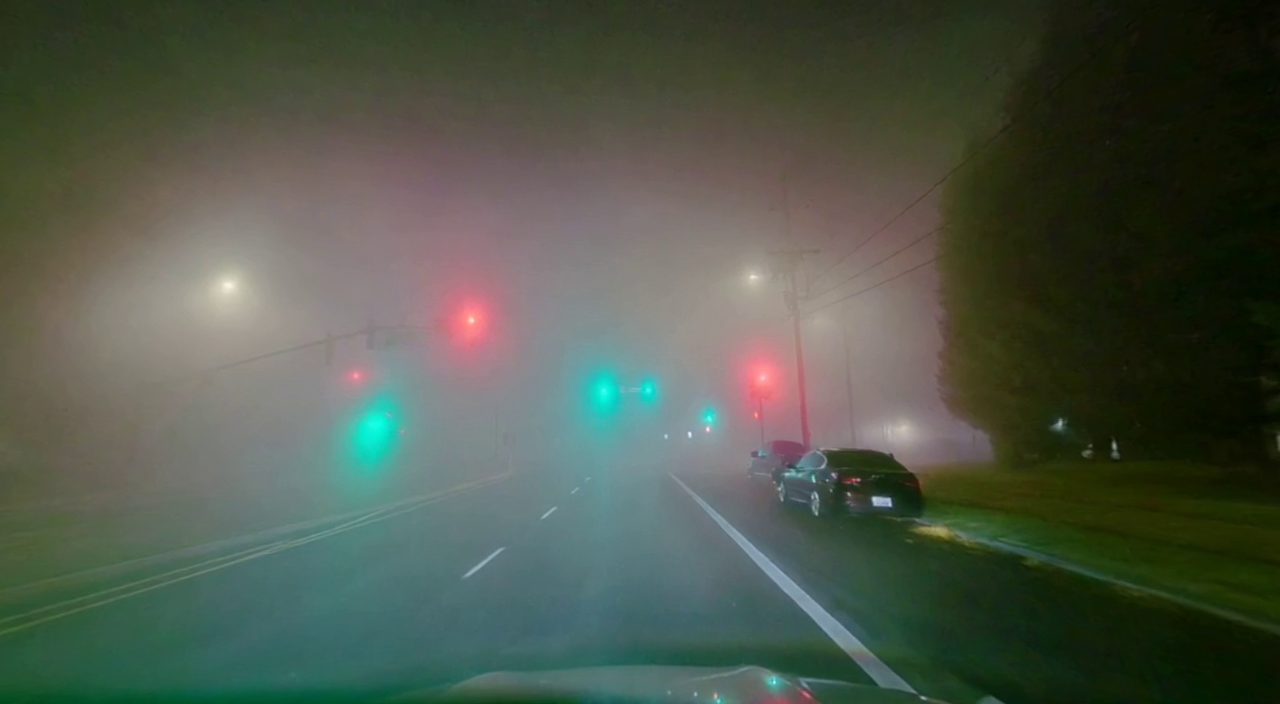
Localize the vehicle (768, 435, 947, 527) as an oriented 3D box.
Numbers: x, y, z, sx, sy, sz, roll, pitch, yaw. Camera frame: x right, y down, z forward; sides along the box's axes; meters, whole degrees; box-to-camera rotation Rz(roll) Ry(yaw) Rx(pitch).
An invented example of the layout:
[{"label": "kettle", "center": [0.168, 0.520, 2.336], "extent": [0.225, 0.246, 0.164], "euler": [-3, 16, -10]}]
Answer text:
[{"label": "vehicle", "center": [3.953, 2.413, 12.449], "extent": [1.833, 1.444, 4.589], "euler": [0, -9, -1]}]
